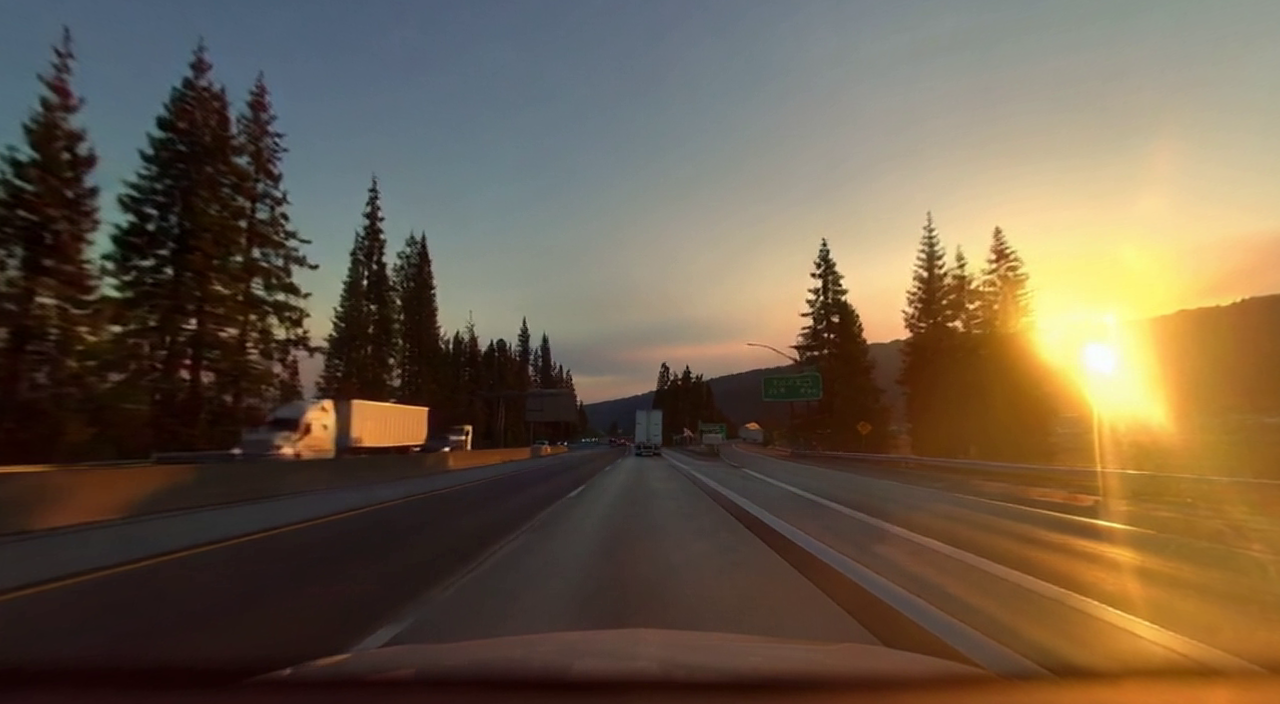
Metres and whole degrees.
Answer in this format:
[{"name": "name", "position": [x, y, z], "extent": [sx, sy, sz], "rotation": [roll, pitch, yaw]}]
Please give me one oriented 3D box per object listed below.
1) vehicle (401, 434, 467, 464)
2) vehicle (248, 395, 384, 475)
[{"name": "vehicle", "position": [-13.013, 6.176, 40.307], "extent": [2.292, 1.721, 5.657], "rotation": [0, -8, 0]}, {"name": "vehicle", "position": [-17.592, 4.662, 35.144], "extent": [2.932, 3.872, 8.603], "rotation": [0, -8, 0]}]
